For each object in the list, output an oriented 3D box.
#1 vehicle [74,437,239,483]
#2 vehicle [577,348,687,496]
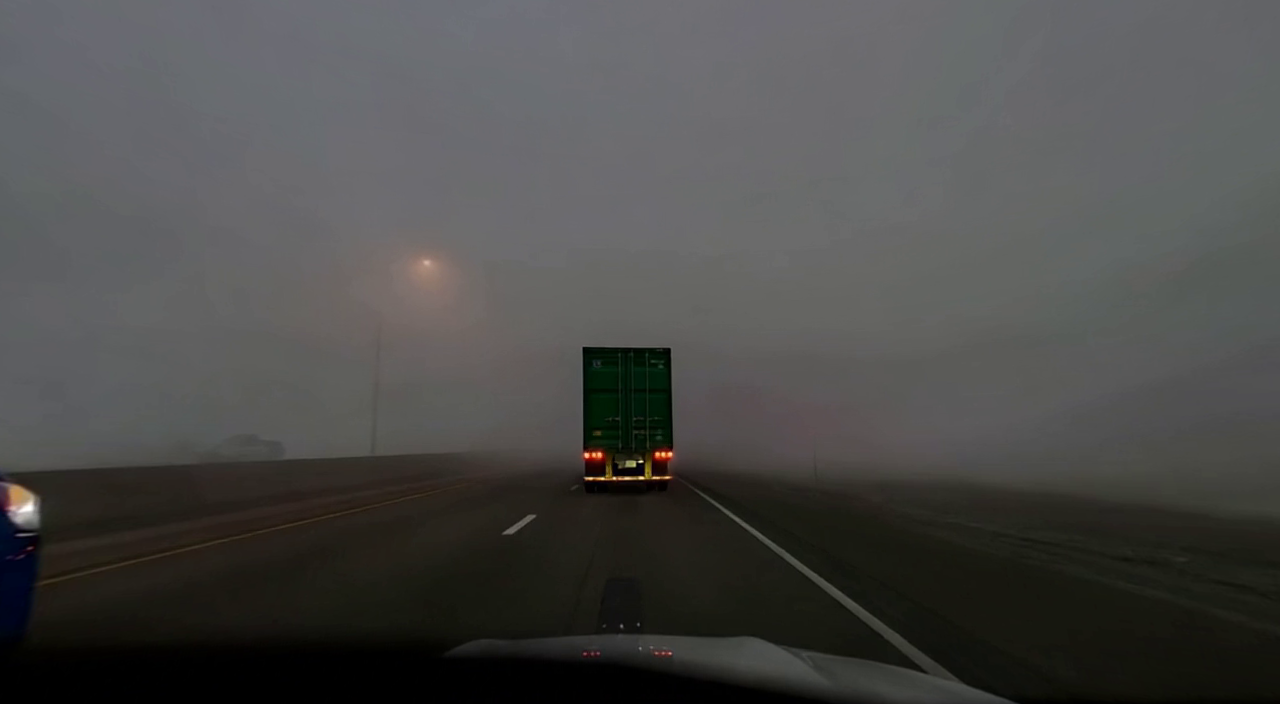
[{"bbox_3d":[-17.641,3.951,23.400,2.182,1.505,4.949,0,-9,1],"label":"vehicle"},{"bbox_3d":[-0.210,2.710,22.726,2.942,4.003,11.297,0,-9,0],"label":"vehicle"}]
